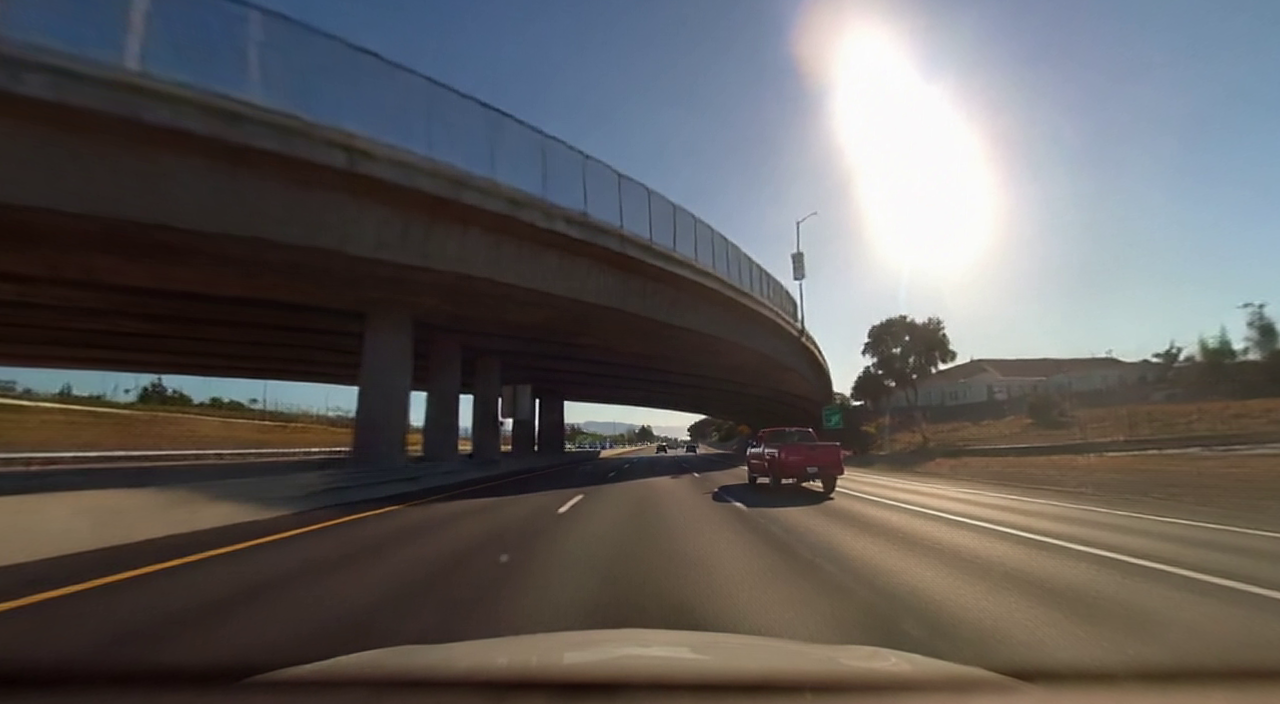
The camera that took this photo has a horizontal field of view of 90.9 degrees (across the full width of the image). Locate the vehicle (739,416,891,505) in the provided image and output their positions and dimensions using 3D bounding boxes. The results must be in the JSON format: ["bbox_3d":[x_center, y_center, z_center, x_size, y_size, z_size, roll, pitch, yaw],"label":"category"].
[{"bbox_3d":[4.468,2.915,17.351,2.505,2.020,5.532,0,-8,-1],"label":"vehicle"}]
